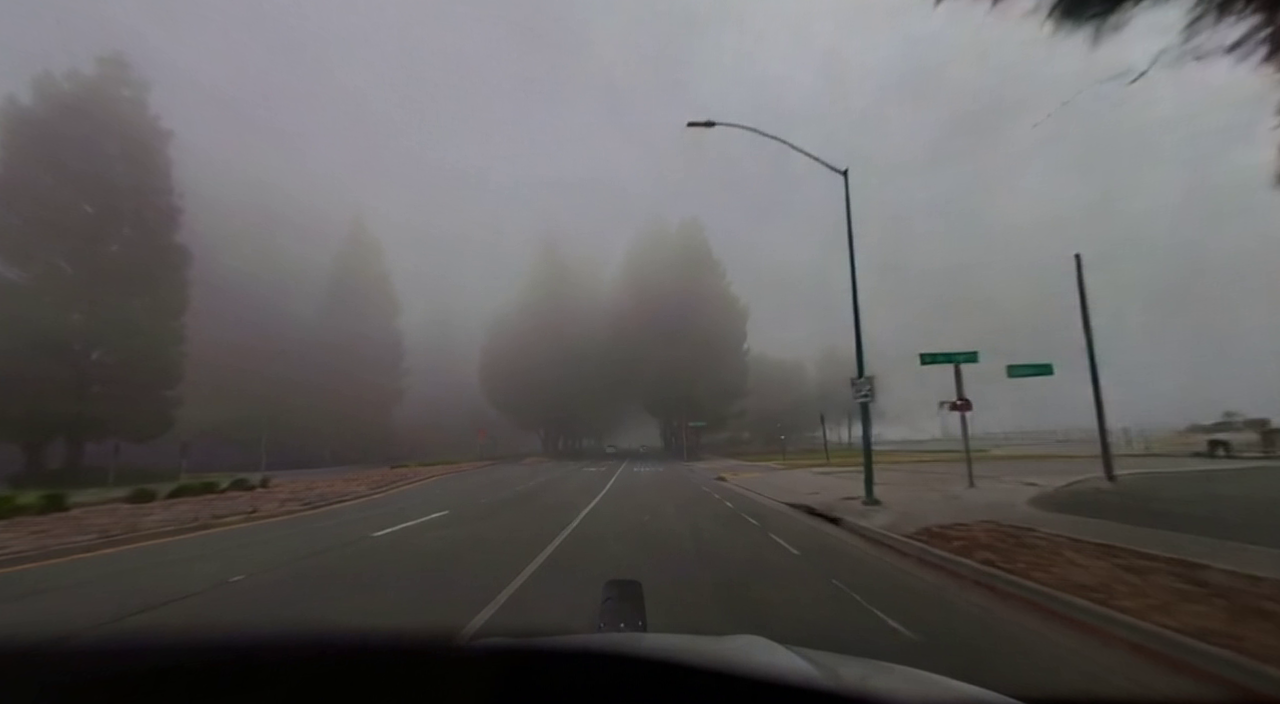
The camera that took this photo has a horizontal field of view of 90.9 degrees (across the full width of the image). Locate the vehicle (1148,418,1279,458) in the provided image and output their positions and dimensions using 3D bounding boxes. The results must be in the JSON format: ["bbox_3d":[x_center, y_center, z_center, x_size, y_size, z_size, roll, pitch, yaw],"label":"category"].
[{"bbox_3d":[25.976,3.888,28.420,4.384,1.682,1.866,-1,-9,3],"label":"vehicle"}]
